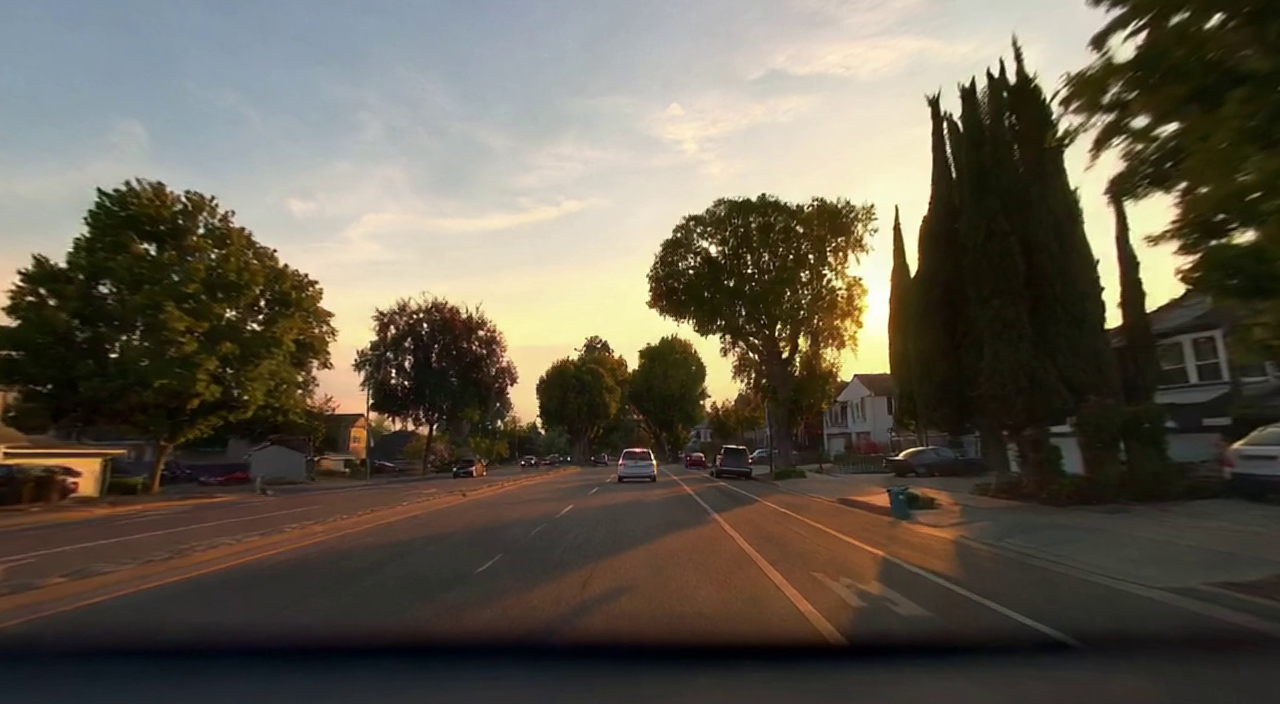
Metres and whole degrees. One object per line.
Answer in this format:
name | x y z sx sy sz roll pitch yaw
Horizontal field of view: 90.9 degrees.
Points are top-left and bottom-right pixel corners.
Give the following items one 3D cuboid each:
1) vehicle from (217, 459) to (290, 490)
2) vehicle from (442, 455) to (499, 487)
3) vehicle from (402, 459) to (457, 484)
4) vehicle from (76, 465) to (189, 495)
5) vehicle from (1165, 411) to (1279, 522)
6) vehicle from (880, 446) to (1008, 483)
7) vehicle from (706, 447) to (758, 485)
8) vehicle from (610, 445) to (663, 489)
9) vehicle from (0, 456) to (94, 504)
vehicle | -25.159 7.933 41.204 1.786 1.444 4.545 -4 -6 2
vehicle | -9.040 6.342 33.977 2.063 1.493 4.447 0 -8 -3
vehicle | -14.222 8.115 42.958 2.138 1.484 4.604 0 -8 0
vehicle | -26.807 6.747 33.389 4.416 1.449 1.833 0 -8 1
vehicle | 12.806 2.002 11.229 4.888 1.773 2.245 0 -8 -2
vehicle | 12.546 4.647 26.215 4.297 1.478 1.866 0 -8 0
vehicle | 4.485 5.587 31.284 1.992 1.695 4.101 0 -8 1
vehicle | -0.132 4.752 26.408 2.024 1.655 4.301 0 -8 0
vehicle | -25.812 5.299 26.355 4.032 1.790 1.925 1 -8 0
